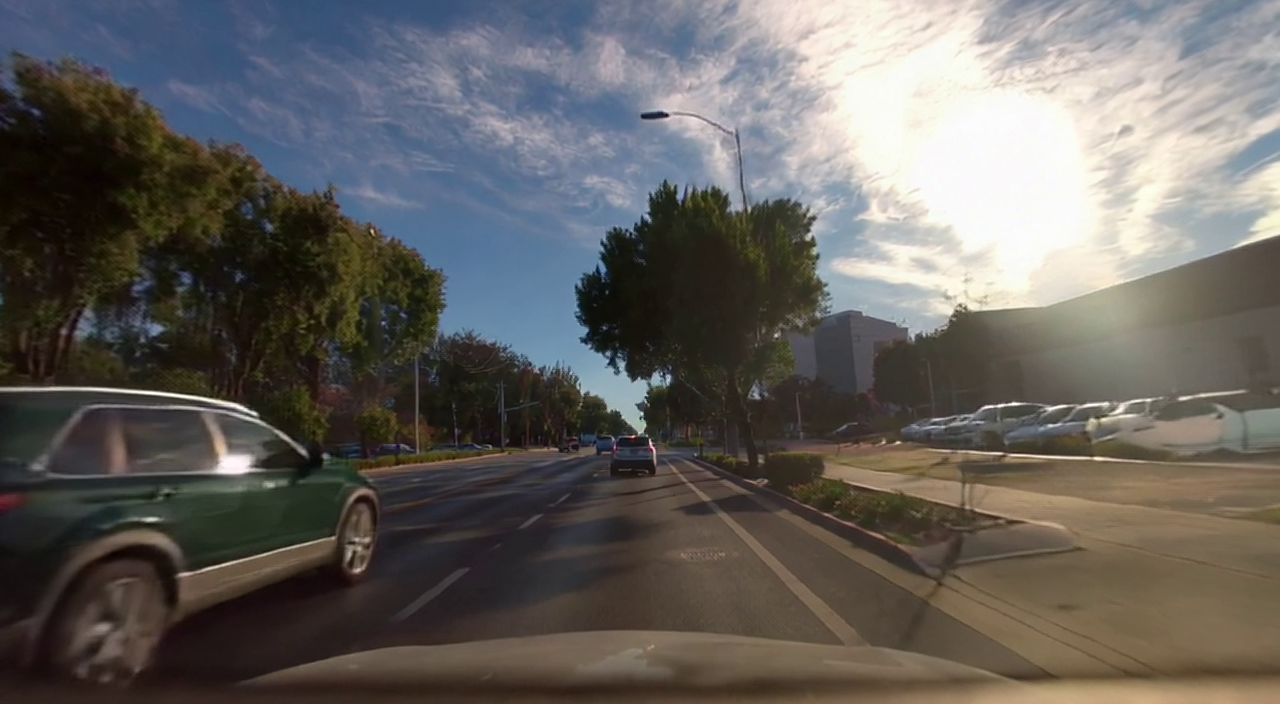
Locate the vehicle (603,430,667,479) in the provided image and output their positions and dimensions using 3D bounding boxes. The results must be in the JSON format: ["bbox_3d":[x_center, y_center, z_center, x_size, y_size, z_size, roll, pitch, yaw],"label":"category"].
[{"bbox_3d":[-0.139,3.667,22.848,2.108,1.612,4.246,0,-8,1],"label":"vehicle"}]

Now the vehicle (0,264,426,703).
[{"bbox_3d":[-3.641,0.913,4.261,2.358,1.990,5.447,0,-8,1],"label":"vehicle"}]
